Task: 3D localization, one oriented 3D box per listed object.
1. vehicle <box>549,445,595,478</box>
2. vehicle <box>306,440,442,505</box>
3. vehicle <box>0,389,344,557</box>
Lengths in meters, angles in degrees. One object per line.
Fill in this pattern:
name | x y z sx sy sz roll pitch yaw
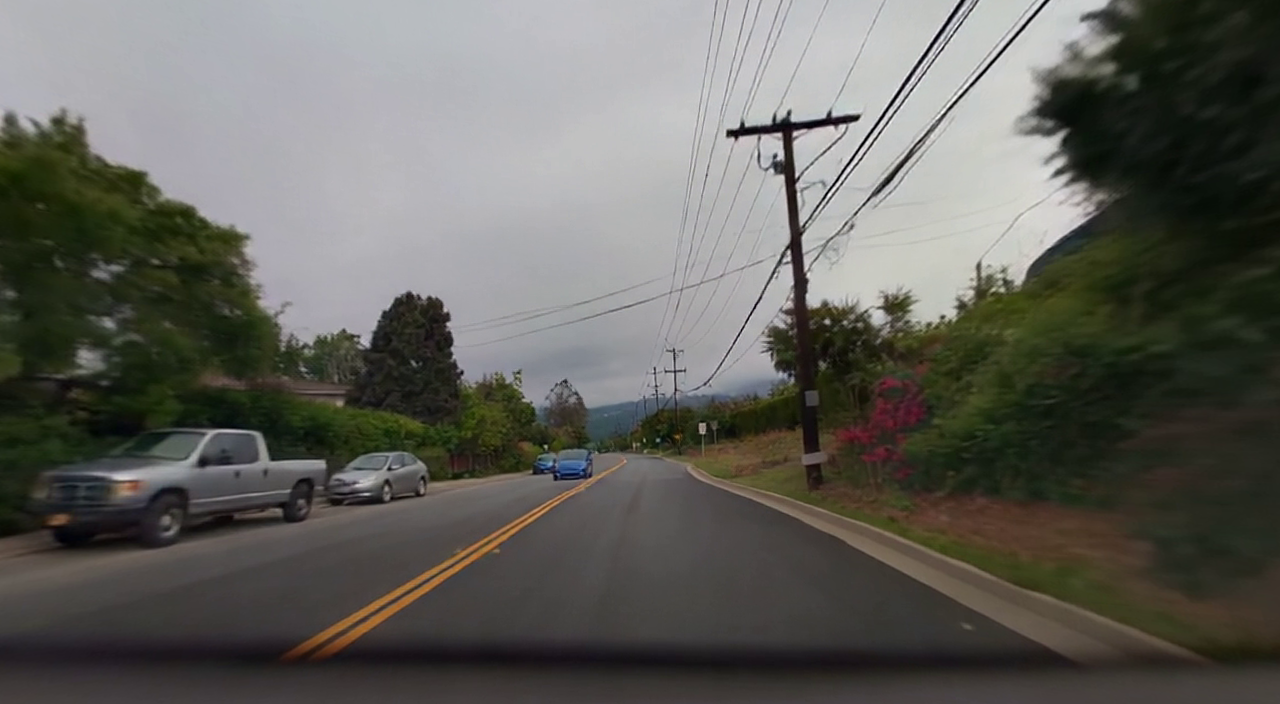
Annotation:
vehicle | -3.821 6.207 36.178 2.109 1.738 4.405 0 -8 0
vehicle | -7.531 3.519 18.446 1.940 1.514 4.544 -4 -11 1
vehicle | -7.568 1.978 10.886 2.295 1.989 5.055 -7 -9 2
